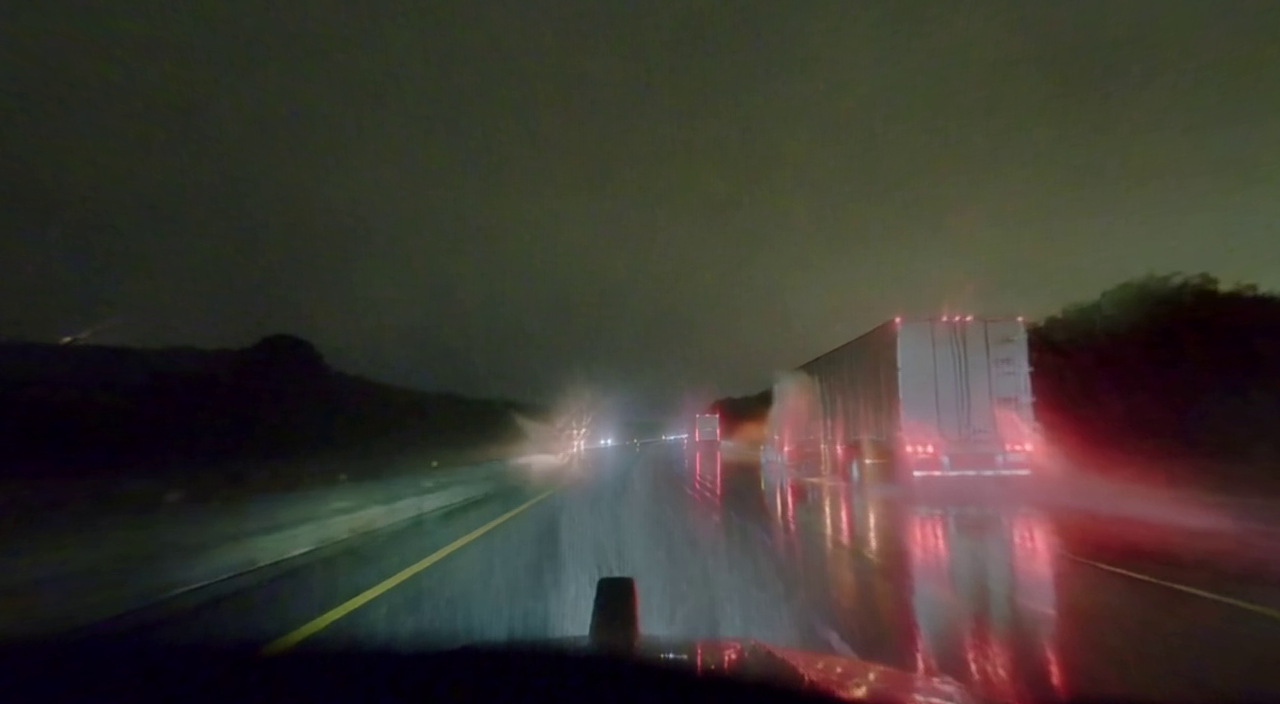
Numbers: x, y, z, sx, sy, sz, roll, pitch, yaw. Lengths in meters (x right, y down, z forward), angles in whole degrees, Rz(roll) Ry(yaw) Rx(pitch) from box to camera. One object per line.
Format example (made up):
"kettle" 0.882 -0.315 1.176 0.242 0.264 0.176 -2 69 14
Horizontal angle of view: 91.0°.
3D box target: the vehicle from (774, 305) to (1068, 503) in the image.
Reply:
"vehicle" 7.221 2.025 19.960 2.885 4.075 13.981 -1 -8 0
